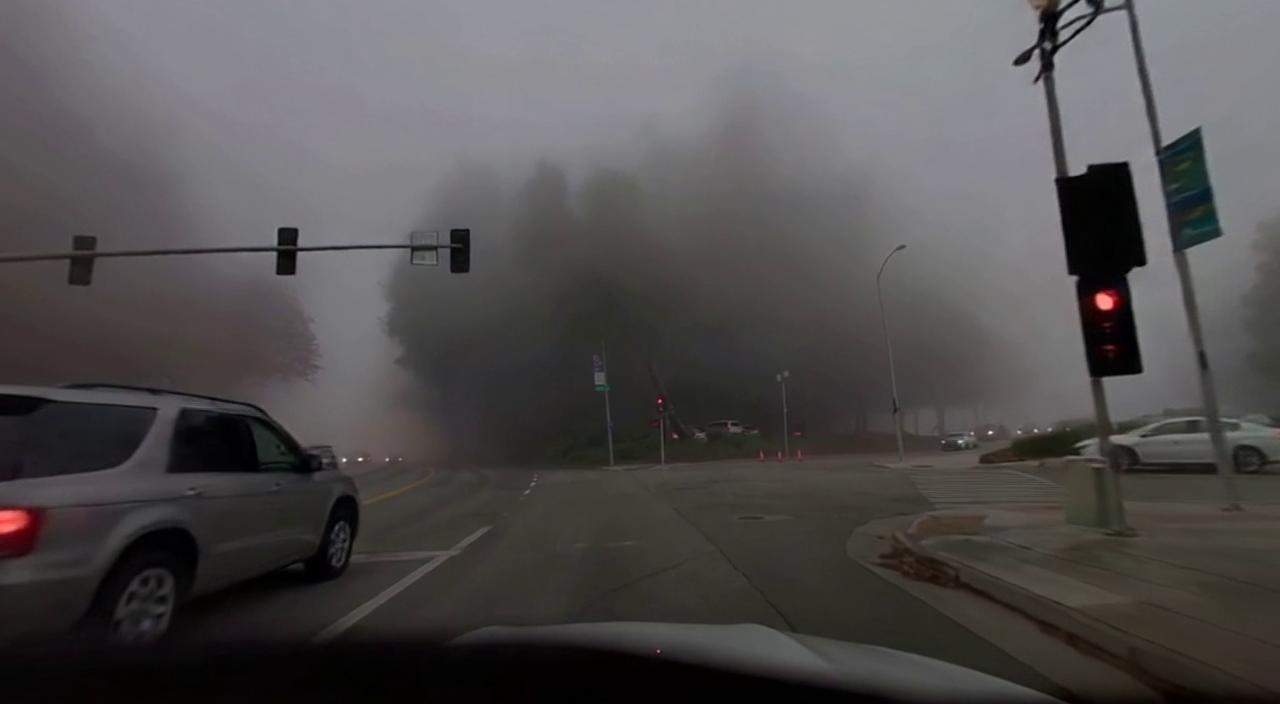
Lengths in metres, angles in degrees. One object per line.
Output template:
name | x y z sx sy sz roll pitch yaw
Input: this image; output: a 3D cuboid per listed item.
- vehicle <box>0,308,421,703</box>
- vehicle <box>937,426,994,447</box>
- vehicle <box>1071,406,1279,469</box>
vehicle | -3.629 1.081 4.797 2.134 1.799 5.082 0 -9 0
vehicle | 25.376 6.626 49.224 3.966 1.585 1.921 4 -10 -27
vehicle | 16.937 2.754 20.091 4.857 1.803 2.147 -4 -9 23
